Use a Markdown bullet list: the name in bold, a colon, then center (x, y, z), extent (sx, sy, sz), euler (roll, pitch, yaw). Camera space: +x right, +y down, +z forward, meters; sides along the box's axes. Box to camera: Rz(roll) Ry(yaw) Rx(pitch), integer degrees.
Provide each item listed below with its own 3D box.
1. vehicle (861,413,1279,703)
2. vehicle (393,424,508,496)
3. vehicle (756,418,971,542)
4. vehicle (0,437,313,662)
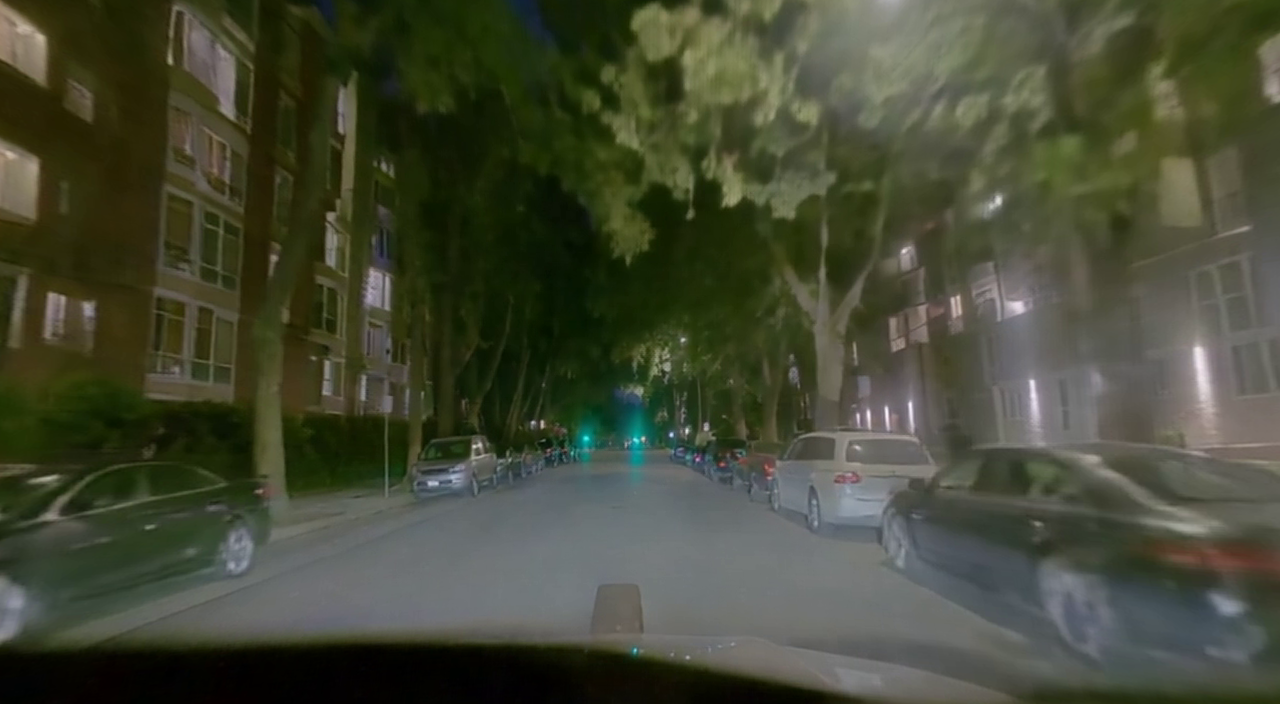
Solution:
- **vehicle**: center (3.631, 1.369, 5.264), extent (1.886, 1.493, 4.646), euler (0, -8, 0)
- **vehicle**: center (-5.476, 3.176, 18.985), extent (2.069, 1.881, 4.697), euler (0, -8, -1)
- **vehicle**: center (3.426, 2.050, 10.813), extent (1.964, 1.646, 4.543), euler (0, -8, -1)
- **vehicle**: center (-5.220, 1.521, 5.726), extent (2.080, 1.458, 4.511), euler (0, -8, 0)
